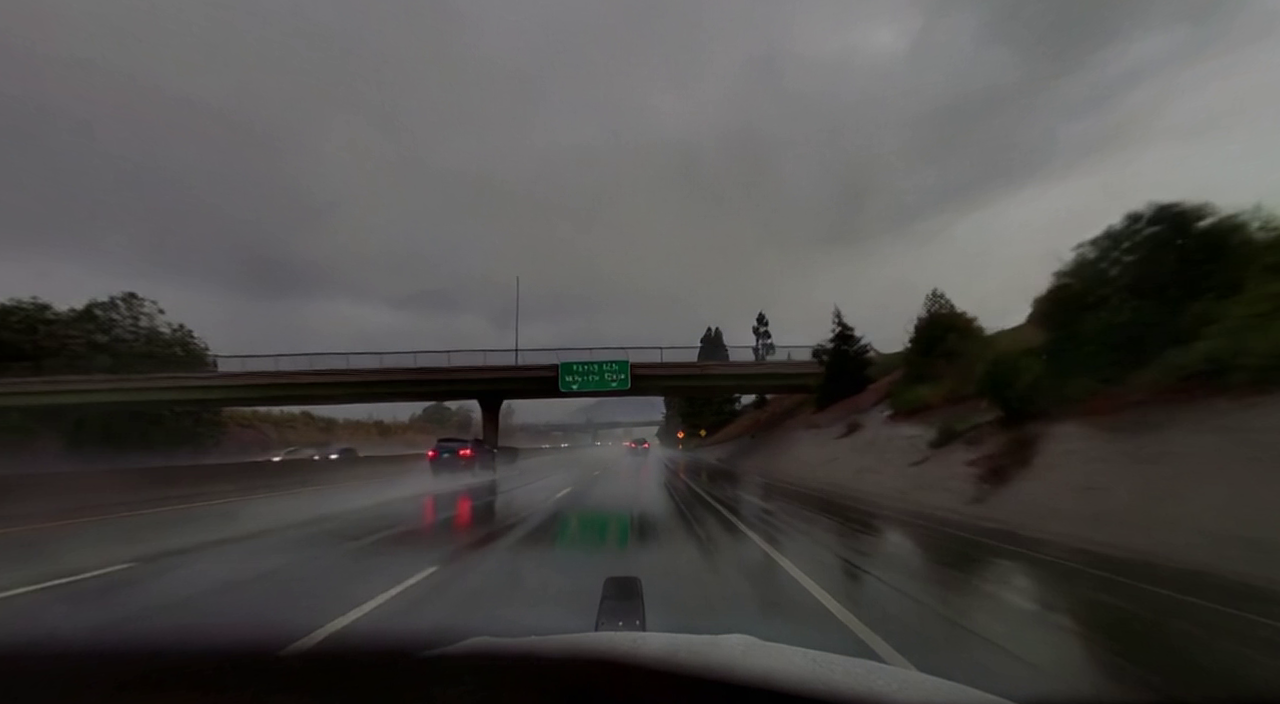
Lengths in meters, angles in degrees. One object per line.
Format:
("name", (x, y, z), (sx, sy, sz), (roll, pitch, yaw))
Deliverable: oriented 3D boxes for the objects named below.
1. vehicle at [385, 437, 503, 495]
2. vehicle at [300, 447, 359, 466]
("vehicle", (-5.785, 3.424, 19.338), (1.916, 1.545, 4.757), (0, -8, 2))
("vehicle", (-24.334, 8.171, 49.542), (2.118, 1.401, 4.761), (0, -9, 2))
